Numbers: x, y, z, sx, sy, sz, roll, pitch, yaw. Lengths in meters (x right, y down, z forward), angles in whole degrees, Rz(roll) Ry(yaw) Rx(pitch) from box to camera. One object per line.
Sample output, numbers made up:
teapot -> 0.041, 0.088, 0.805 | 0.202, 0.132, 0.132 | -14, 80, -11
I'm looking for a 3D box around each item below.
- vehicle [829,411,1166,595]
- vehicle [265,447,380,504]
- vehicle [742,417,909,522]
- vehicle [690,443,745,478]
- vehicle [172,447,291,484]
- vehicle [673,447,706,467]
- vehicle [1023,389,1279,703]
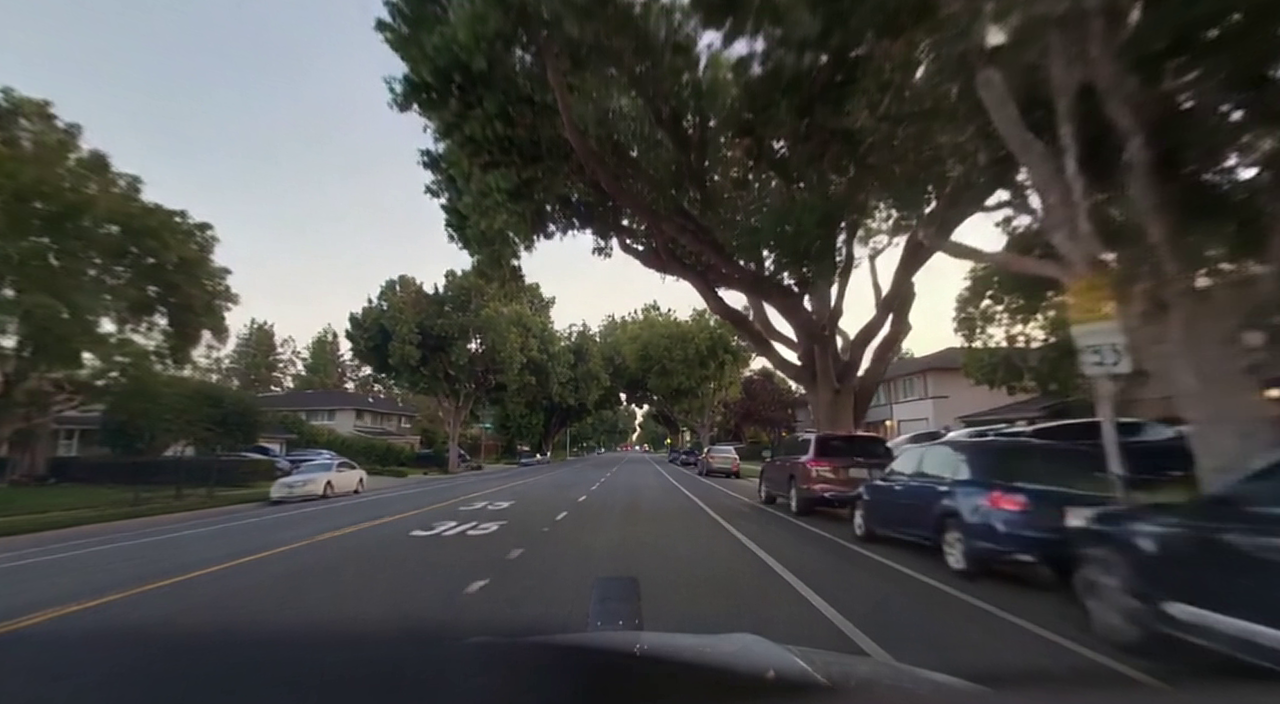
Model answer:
vehicle -> 3.955, 1.719, 7.922 | 1.834, 1.706, 3.829 | 0, -9, -2
vehicle -> -10.993, 4.302, 22.272 | 1.964, 1.667, 4.217 | -3, -10, -1
vehicle -> 3.842, 2.558, 14.191 | 2.120, 1.916, 4.836 | 0, -9, -2
vehicle -> 3.884, 5.533, 32.424 | 1.999, 1.615, 4.513 | 0, -9, -3
vehicle -> -20.030, 5.586, 31.147 | 4.359, 1.727, 2.029 | 0, -9, -2
vehicle -> 3.819, 8.267, 49.971 | 1.997, 1.510, 4.555 | 0, -9, -3
vehicle -> 4.070, 0.967, 2.735 | 2.007, 1.657, 4.362 | 0, -9, -1
